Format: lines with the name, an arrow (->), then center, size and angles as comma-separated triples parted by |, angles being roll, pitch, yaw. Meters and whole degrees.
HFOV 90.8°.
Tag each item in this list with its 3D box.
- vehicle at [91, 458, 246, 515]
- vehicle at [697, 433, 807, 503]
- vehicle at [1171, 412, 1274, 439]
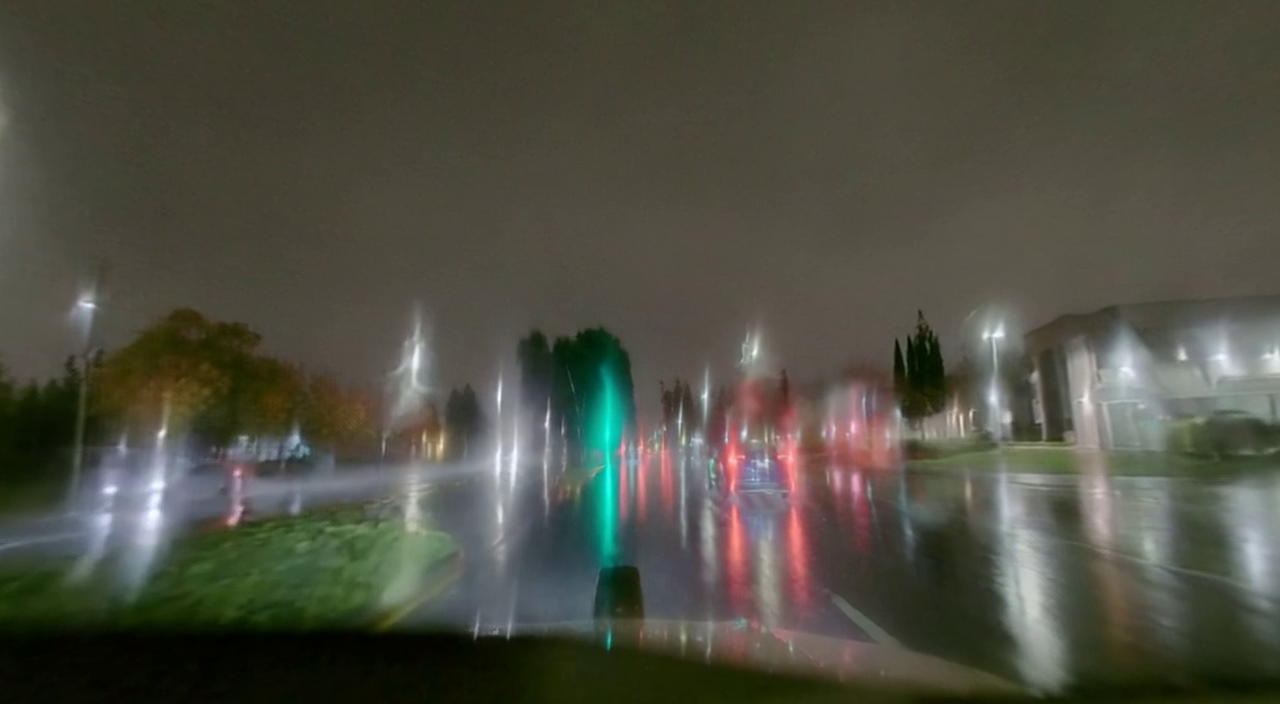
vehicle -> -16.104, 4.571, 21.944 | 1.913, 1.658, 4.465 | 0, -8, 0
vehicle -> 2.868, 3.085, 17.316 | 1.995, 1.616, 4.729 | 0, -8, -2
vehicle -> 34.146, 4.355, 37.107 | 4.273, 1.517, 1.815 | 0, -8, -2
